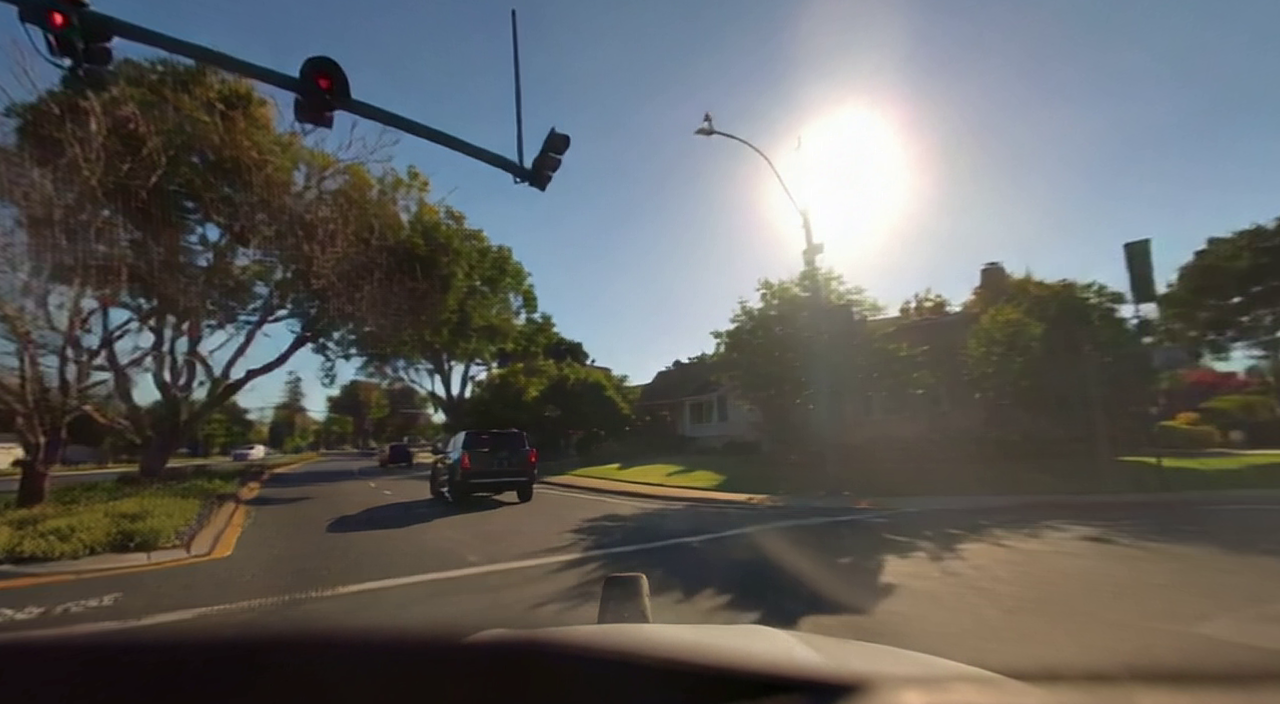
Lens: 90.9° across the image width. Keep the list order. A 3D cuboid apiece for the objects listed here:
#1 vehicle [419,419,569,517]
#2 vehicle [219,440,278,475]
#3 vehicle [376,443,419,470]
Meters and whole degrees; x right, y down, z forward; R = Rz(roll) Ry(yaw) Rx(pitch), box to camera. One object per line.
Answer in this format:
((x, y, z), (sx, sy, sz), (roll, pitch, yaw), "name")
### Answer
((-3.544, 2.583, 14.570), (2.141, 1.833, 4.704), (4, -10, -28), "vehicle")
((-20.964, 5.651, 33.919), (2.063, 1.721, 4.261), (4, -9, -24), "vehicle")
((-14.137, 6.027, 36.571), (1.983, 1.433, 4.558), (4, -9, -24), "vehicle")
